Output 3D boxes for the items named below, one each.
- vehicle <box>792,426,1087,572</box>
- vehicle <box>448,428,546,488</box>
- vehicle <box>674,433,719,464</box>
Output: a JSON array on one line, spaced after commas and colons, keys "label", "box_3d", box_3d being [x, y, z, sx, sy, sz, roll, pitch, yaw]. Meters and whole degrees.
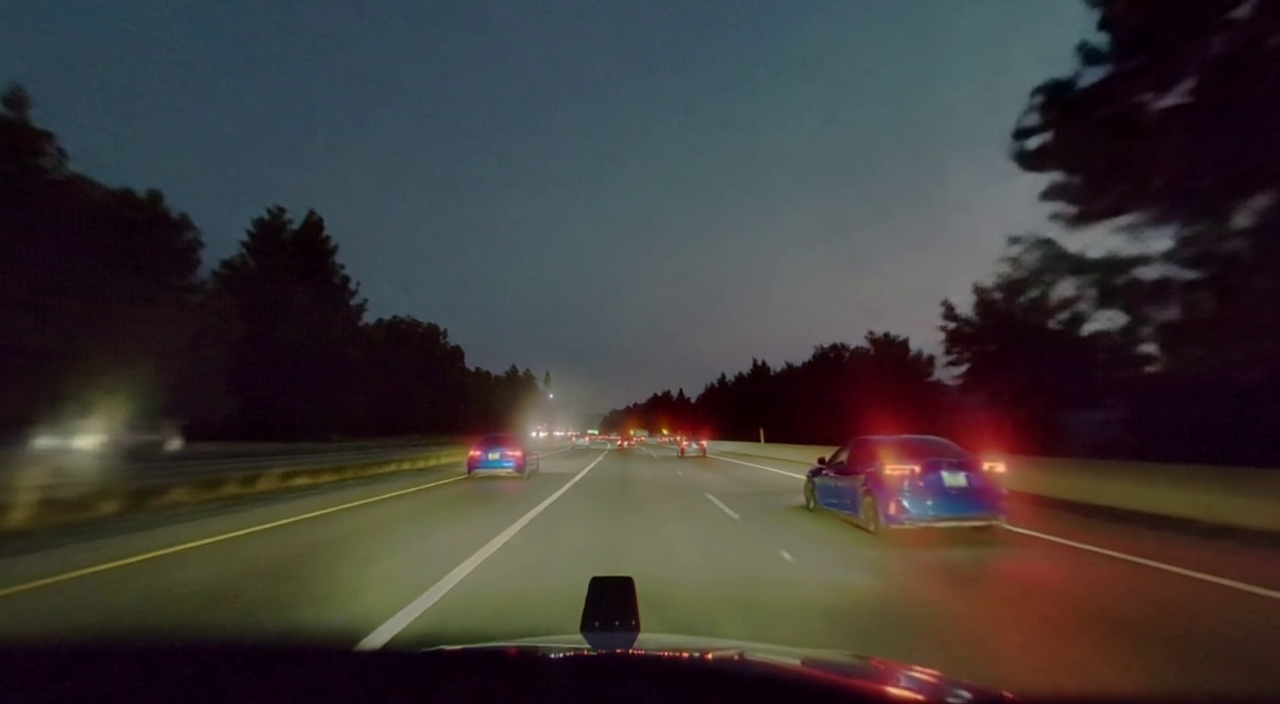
[{"label": "vehicle", "box_3d": [3.590, 1.781, 8.526, 1.986, 1.488, 3.867, 0, -8, -2]}, {"label": "vehicle", "box_3d": [-4.029, 3.032, 18.462, 1.941, 1.529, 4.111, 0, -8, -1]}, {"label": "vehicle", "box_3d": [2.967, 5.151, 33.791, 1.883, 1.536, 3.792, 0, -8, -3]}]
